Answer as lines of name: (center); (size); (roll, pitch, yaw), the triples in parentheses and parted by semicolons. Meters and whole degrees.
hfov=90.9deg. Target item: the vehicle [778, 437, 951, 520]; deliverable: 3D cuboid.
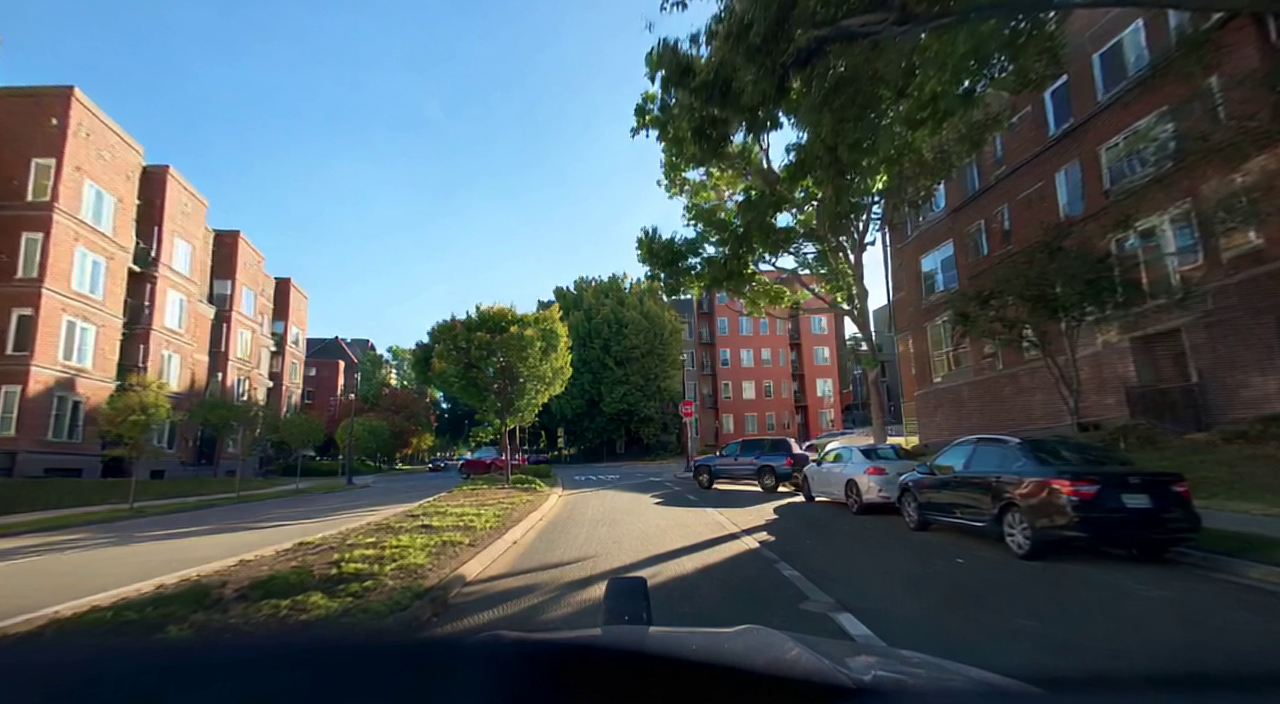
vehicle: (4.638, 2.656, 14.008); (1.758, 1.454, 5.088); (0, -8, -3)

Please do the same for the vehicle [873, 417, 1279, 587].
vehicle: (4.928, 1.742, 8.054); (1.989, 1.503, 4.594); (1, -9, -2)

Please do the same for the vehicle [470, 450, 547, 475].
vehicle: (-8.438, 7.036, 40.340); (4.654, 1.503, 1.951); (-5, -10, 30)

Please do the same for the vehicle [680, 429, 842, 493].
vehicle: (3.385, 3.269, 18.738); (2.065, 1.529, 4.709); (1, -11, -29)
